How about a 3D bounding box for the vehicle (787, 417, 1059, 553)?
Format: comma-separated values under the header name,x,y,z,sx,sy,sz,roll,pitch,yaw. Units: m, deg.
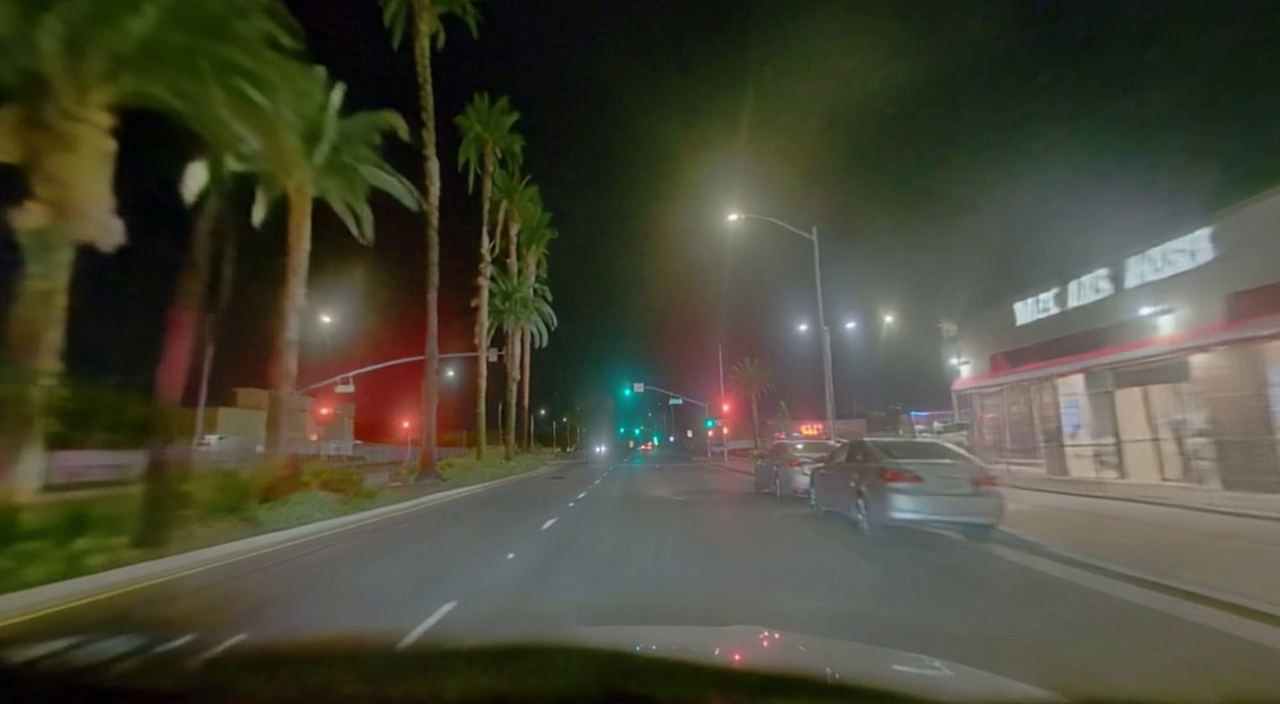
name,x,y,z,sx,sy,sz,roll,pitch,yaw
vehicle,4.077,2.012,10.179,2.089,1.652,4.668,1,-9,-2
